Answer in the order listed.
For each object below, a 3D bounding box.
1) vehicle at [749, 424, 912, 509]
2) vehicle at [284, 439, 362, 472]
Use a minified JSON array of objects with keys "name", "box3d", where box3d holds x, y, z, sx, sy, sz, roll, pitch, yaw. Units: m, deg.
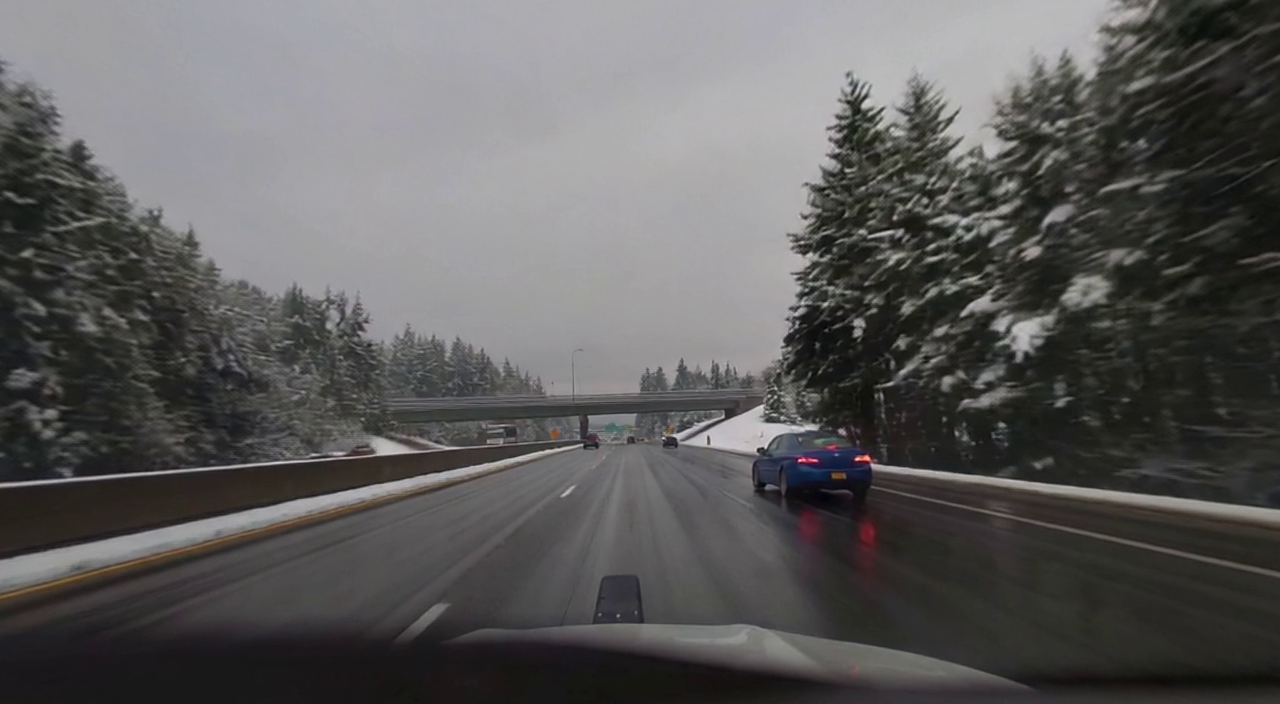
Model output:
[{"name":"vehicle","box3d":[3.840,2.375,13.670,2.031,1.531,4.365,0,-8,-2]},{"name":"vehicle","box3d":[-16.601,5.434,33.285,1.866,1.594,4.434,0,-8,-1]}]
